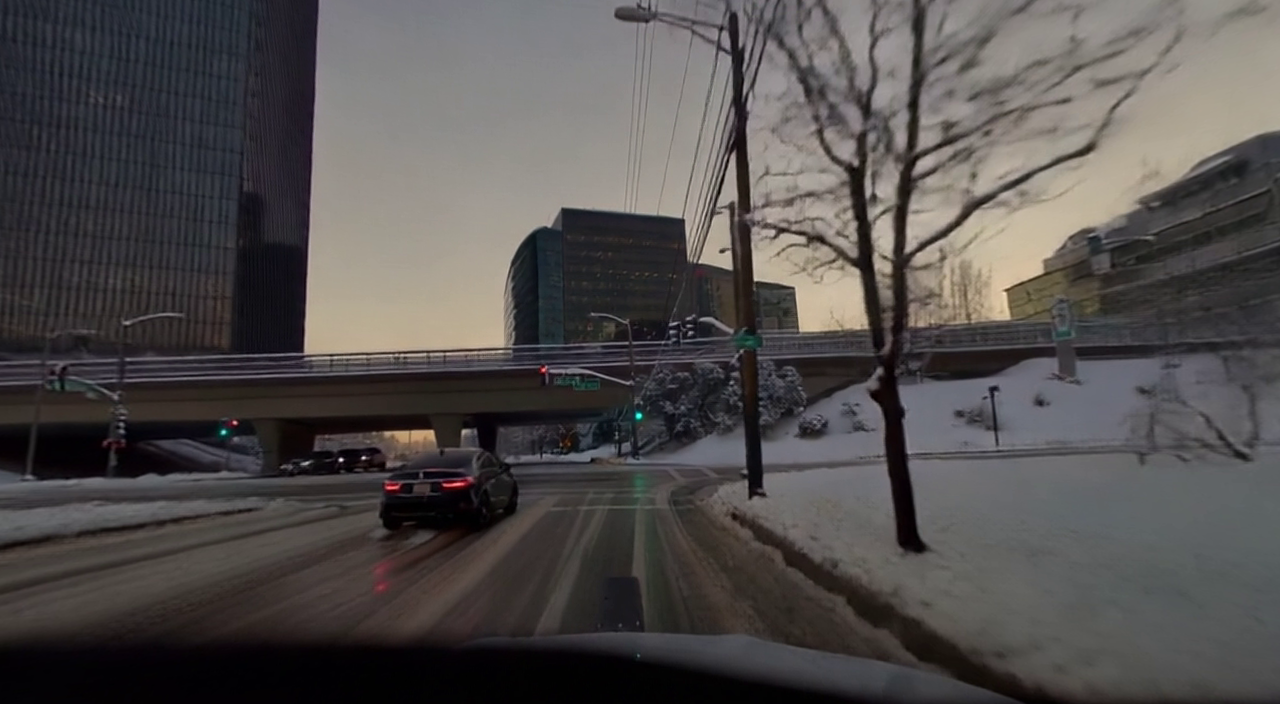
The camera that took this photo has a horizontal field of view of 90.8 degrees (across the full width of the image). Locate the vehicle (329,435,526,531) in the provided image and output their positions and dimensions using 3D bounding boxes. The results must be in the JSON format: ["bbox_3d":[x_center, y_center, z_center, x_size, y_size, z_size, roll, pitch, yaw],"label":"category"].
[{"bbox_3d":[-3.704,2.386,12.085,2.154,1.465,4.532,0,-9,0],"label":"vehicle"}]
